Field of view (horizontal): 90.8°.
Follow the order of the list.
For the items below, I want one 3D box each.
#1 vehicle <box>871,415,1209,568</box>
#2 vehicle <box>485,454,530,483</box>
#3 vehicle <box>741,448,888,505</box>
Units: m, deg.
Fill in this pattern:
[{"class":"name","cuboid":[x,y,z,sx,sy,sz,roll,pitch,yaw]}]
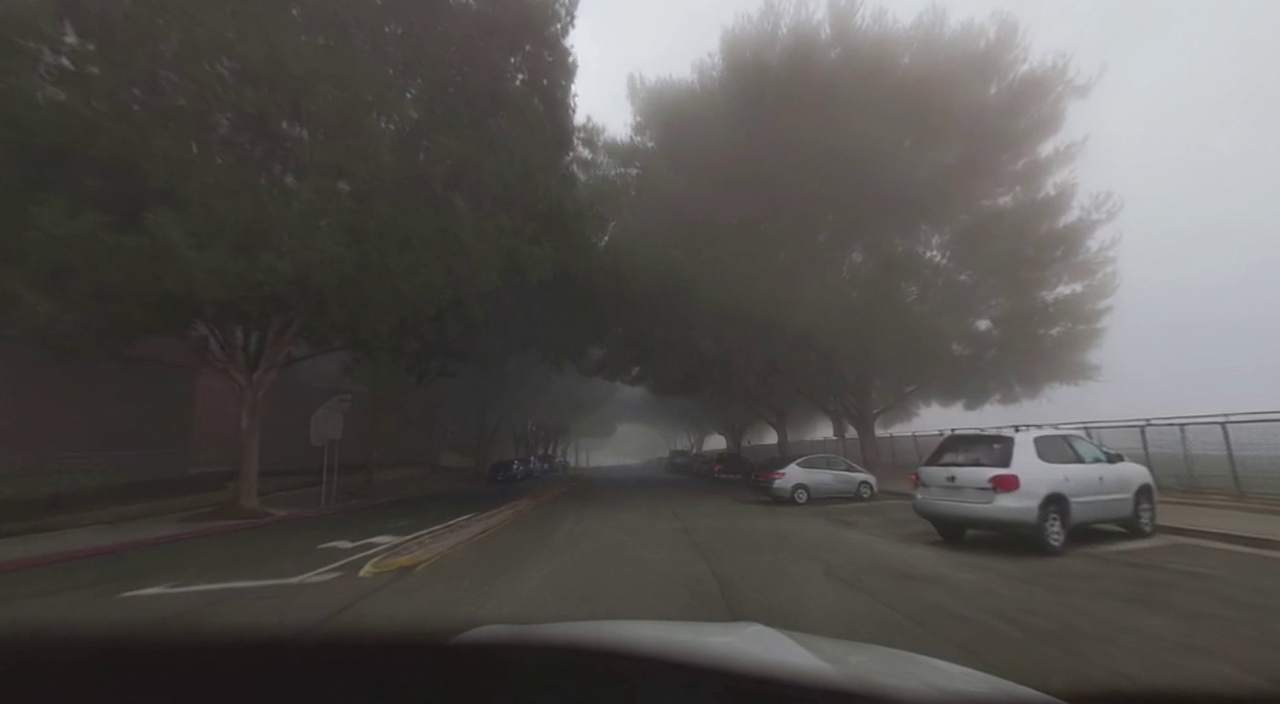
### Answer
[{"class":"vehicle","cuboid":[6.474,2.015,10.169,5.061,1.829,2.274,2,-9,-29]},{"class":"vehicle","cuboid":[-8.776,7.736,42.204,2.172,1.707,4.273,0,-9,-1]},{"class":"vehicle","cuboid":[5.144,3.588,18.648,3.752,1.494,2.083,5,-10,-29]}]
